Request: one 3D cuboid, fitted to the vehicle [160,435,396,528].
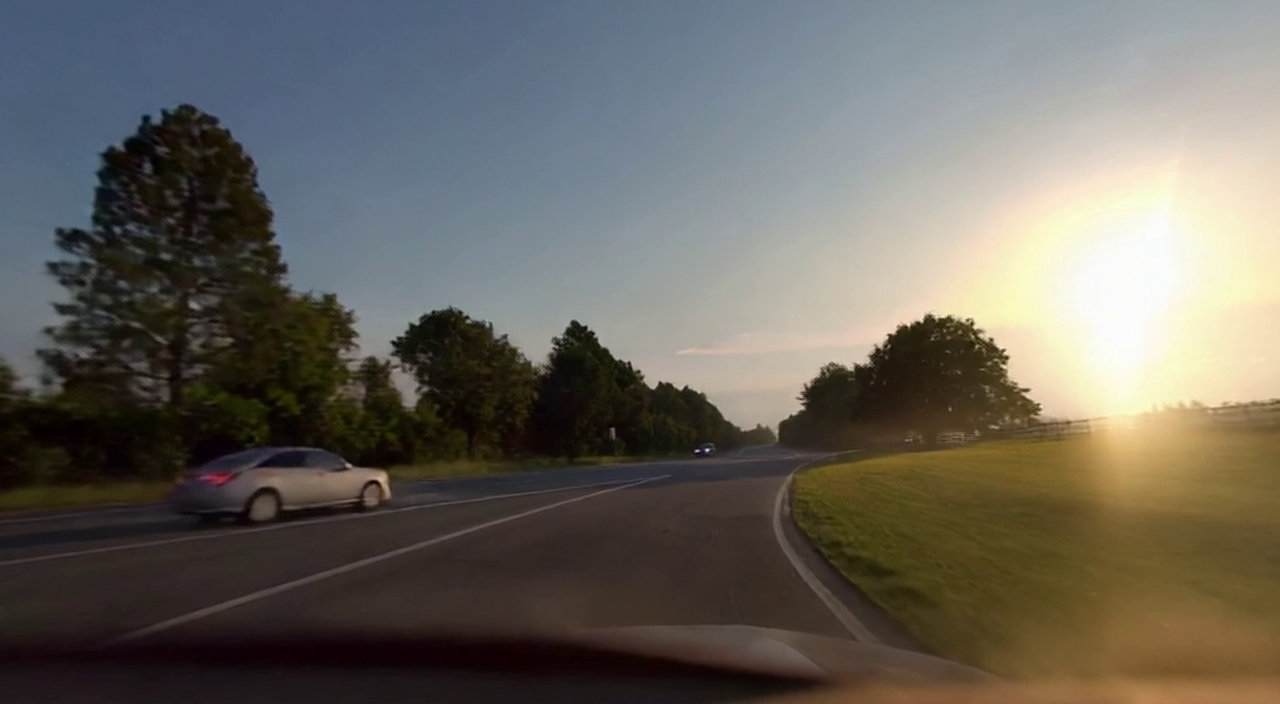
[{"bbox_3d":[-7.682,2.733,13.784,2.106,1.679,3.908,-4,-10,22],"label":"vehicle"}]
